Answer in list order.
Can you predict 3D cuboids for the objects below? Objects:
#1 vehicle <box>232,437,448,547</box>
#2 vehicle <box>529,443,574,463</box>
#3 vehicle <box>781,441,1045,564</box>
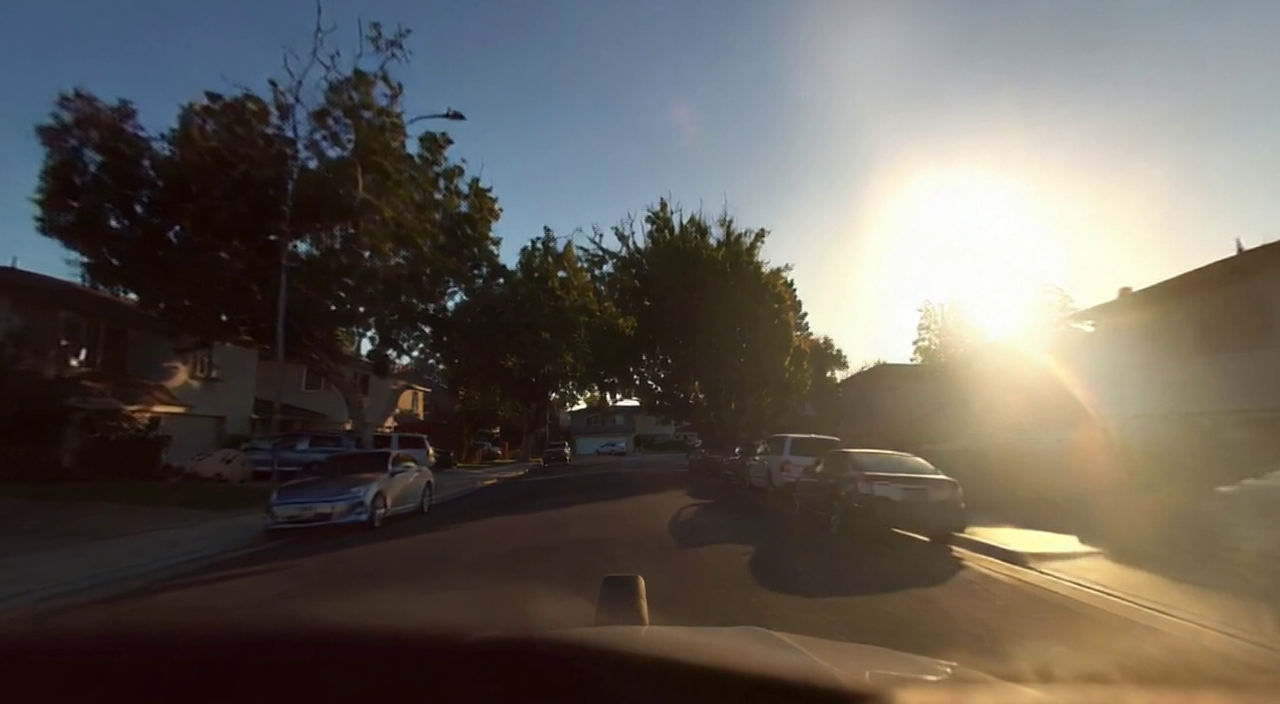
[{"bbox_3d":[-5.113,2.392,11.563,1.943,1.602,4.172,0,-8,-1],"label":"vehicle"},{"bbox_3d":[-6.867,7.743,48.609,2.236,1.459,4.832,3,-9,-23],"label":"vehicle"},{"bbox_3d":[3.865,2.187,10.156,2.042,1.456,4.903,0,-8,0],"label":"vehicle"}]
